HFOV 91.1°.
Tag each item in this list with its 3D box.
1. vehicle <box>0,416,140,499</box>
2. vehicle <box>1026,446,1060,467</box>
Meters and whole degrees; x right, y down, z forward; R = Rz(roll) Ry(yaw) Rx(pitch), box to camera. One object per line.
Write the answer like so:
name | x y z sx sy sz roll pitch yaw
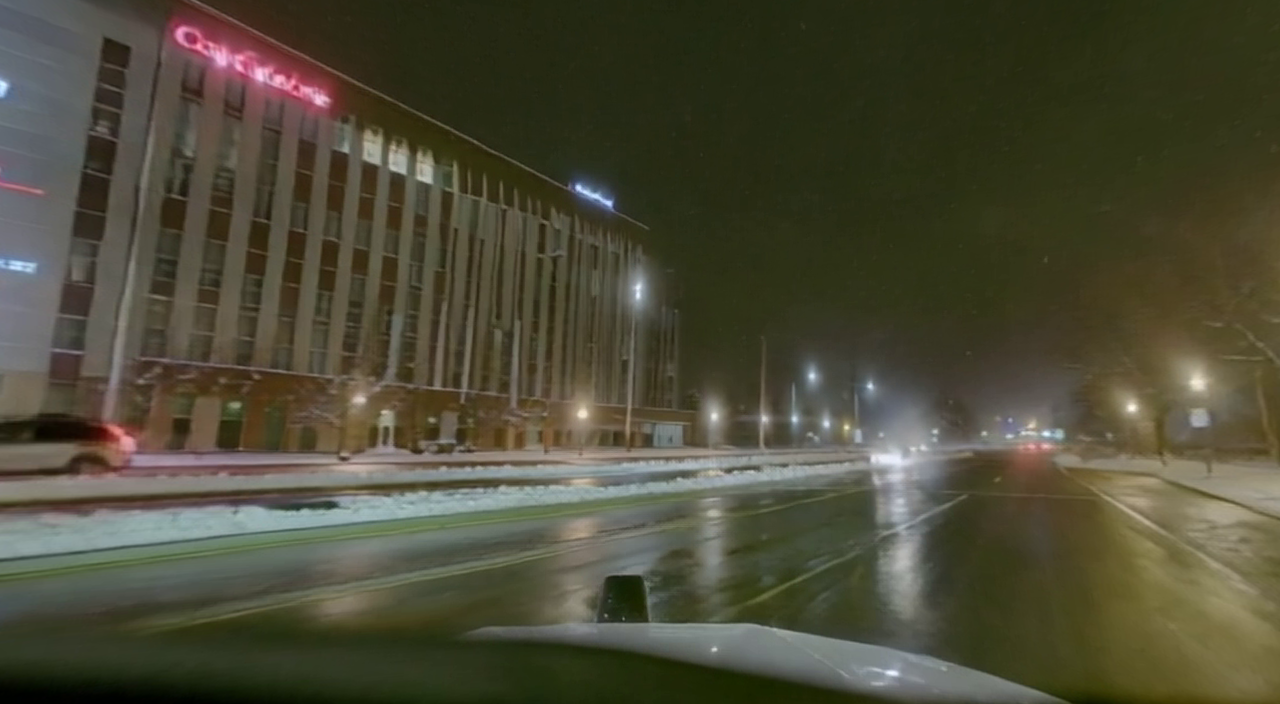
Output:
vehicle | -14.652 2.368 14.165 2.030 1.775 4.713 -6 -10 32
vehicle | 31.573 8.179 49.272 2.055 1.503 4.632 -5 -10 31
